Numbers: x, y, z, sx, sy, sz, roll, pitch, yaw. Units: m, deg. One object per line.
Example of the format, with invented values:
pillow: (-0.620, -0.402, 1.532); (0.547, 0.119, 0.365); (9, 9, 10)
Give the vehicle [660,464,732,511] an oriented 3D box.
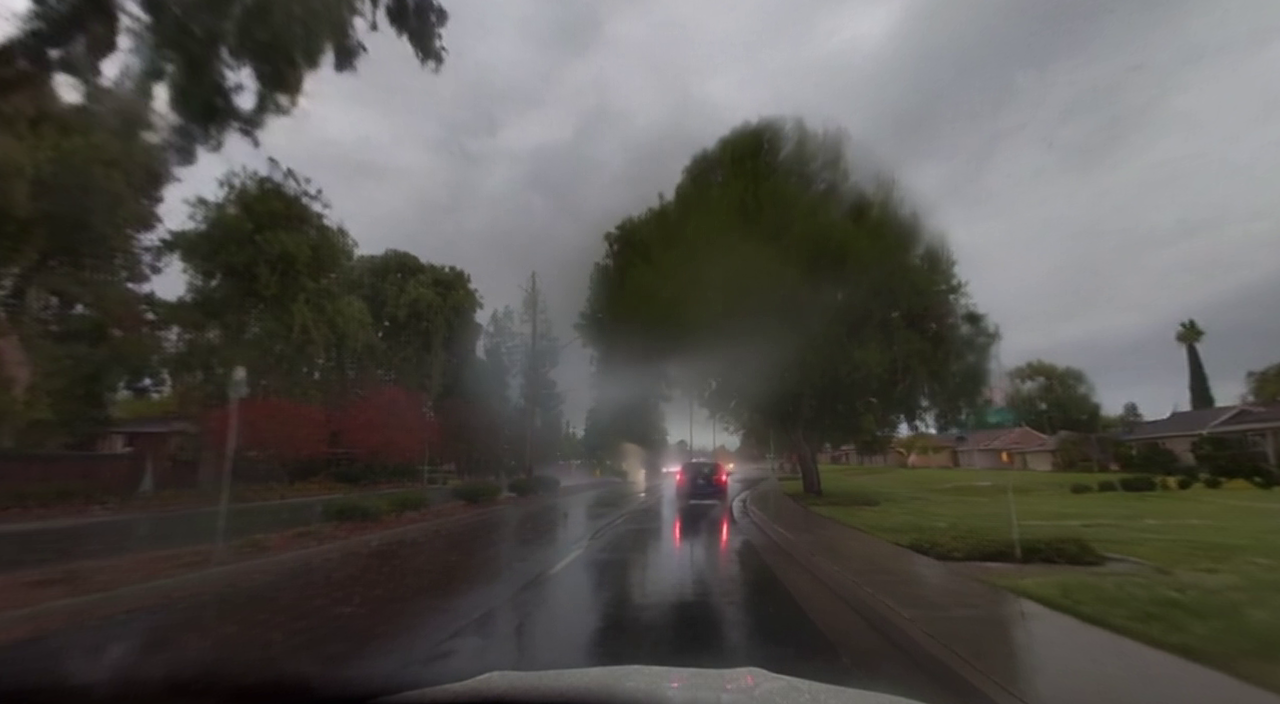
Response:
vehicle: (1.941, 4.257, 20.182); (1.972, 1.250, 5.282); (-1, -11, 8)
